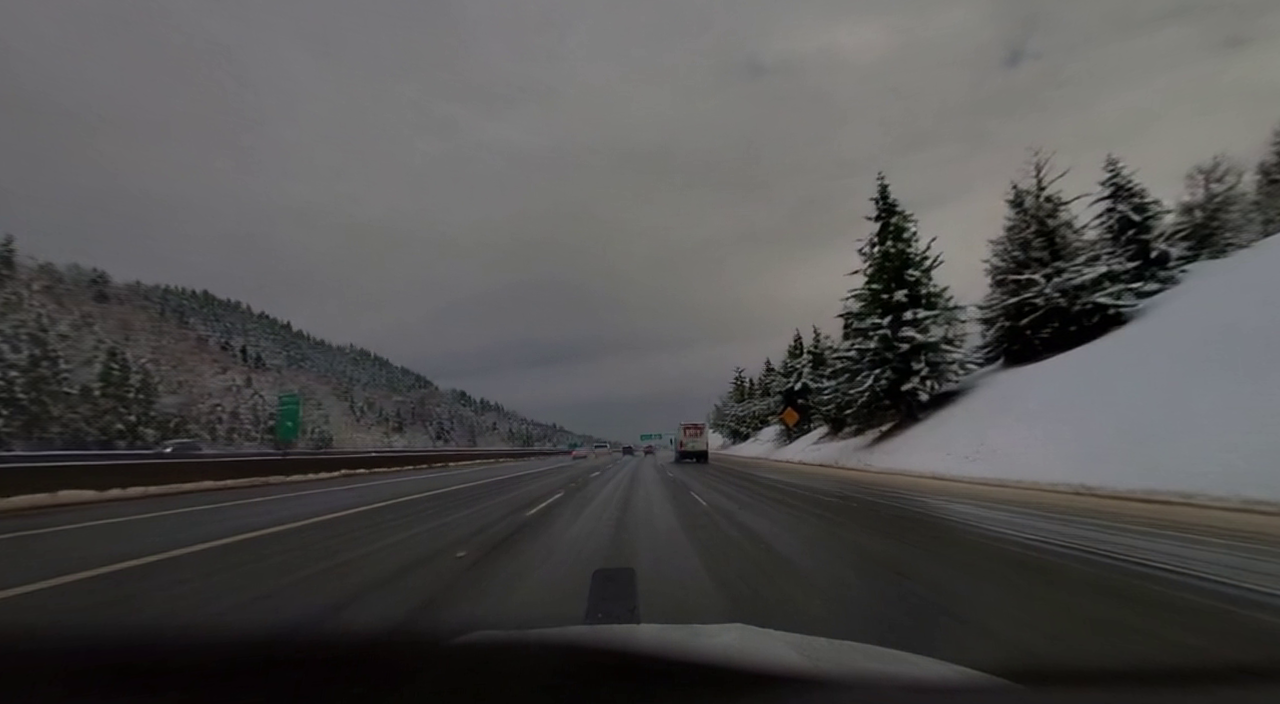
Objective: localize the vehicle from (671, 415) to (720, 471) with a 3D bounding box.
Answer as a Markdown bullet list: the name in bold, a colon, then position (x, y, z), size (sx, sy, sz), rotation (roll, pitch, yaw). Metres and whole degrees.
- **vehicle**: position (3.435, 5.985, 40.862), size (2.795, 3.187, 7.205), rotation (-2, -10, 2)
